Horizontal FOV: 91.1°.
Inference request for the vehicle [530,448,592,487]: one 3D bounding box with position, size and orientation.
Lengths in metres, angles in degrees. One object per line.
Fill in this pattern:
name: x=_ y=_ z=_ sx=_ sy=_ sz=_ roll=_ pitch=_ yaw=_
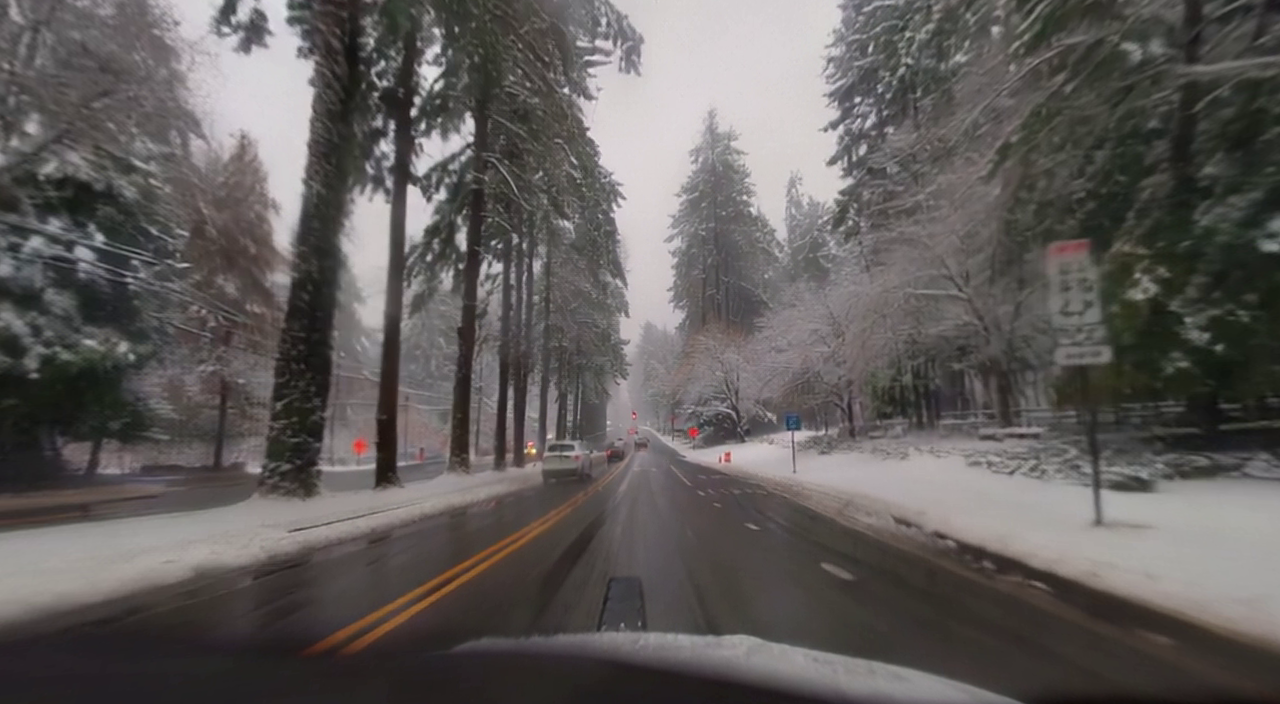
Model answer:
vehicle: x=-3.303 y=4.911 z=26.956 sx=2.029 sy=1.511 sz=3.922 roll=0 pitch=-9 yaw=2
